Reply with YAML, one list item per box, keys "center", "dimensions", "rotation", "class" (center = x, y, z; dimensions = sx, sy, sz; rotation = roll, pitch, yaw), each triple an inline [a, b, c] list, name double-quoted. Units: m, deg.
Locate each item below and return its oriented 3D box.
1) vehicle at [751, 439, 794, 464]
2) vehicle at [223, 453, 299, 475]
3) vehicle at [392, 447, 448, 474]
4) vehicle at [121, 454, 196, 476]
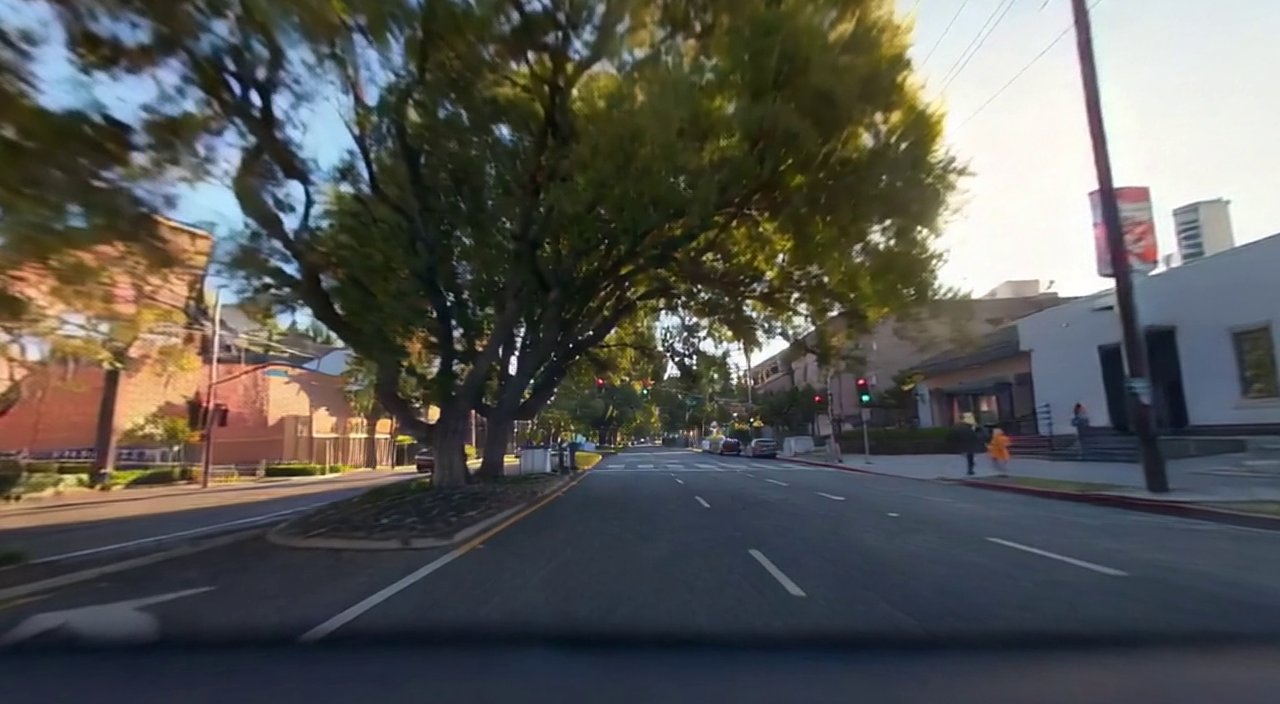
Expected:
- center: [9.731, 7.312, 46.661]
  dimensions: [1.970, 1.755, 4.661]
  rotation: [0, -9, -2]
  class: "vehicle"
- center: [-26.976, 7.956, 45.046]
  dimensions: [4.240, 1.463, 1.908]
  rotation: [-1, -9, 4]
  class: "vehicle"
- center: [-13.354, 6.603, 38.606]
  dimensions: [1.872, 1.507, 4.267]
  rotation: [0, -9, 0]
  class: "vehicle"
- center: [-34.764, 8.159, 45.664]
  dimensions: [4.062, 1.531, 1.766]
  rotation: [-1, -9, 4]
  class: "vehicle"
